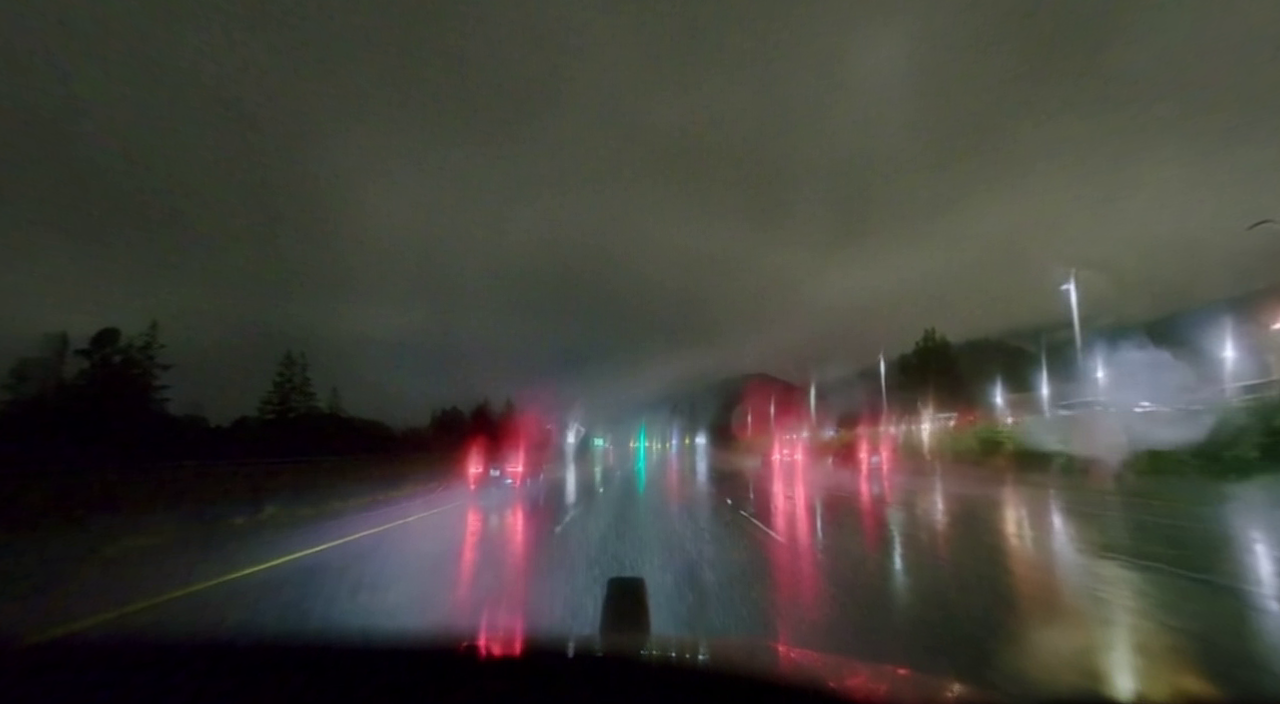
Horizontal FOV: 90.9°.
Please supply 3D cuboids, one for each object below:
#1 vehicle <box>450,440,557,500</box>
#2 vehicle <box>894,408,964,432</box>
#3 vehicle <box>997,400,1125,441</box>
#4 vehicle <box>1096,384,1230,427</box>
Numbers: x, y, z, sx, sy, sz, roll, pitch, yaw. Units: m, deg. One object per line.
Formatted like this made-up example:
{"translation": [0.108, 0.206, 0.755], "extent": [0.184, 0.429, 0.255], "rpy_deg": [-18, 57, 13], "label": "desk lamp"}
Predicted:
{"translation": [-3.798, 3.369, 18.425], "extent": [2.021, 1.526, 4.385], "rpy_deg": [0, -8, 2], "label": "vehicle"}
{"translation": [21.524, 5.098, 46.935], "extent": [4.459, 1.642, 1.856], "rpy_deg": [-5, -10, 30], "label": "vehicle"}
{"translation": [19.711, 3.285, 29.632], "extent": [4.728, 1.706, 1.975], "rpy_deg": [-7, -11, 36], "label": "vehicle"}
{"translation": [20.947, 2.207, 25.465], "extent": [3.860, 1.519, 1.697], "rpy_deg": [-6, -10, 33], "label": "vehicle"}
